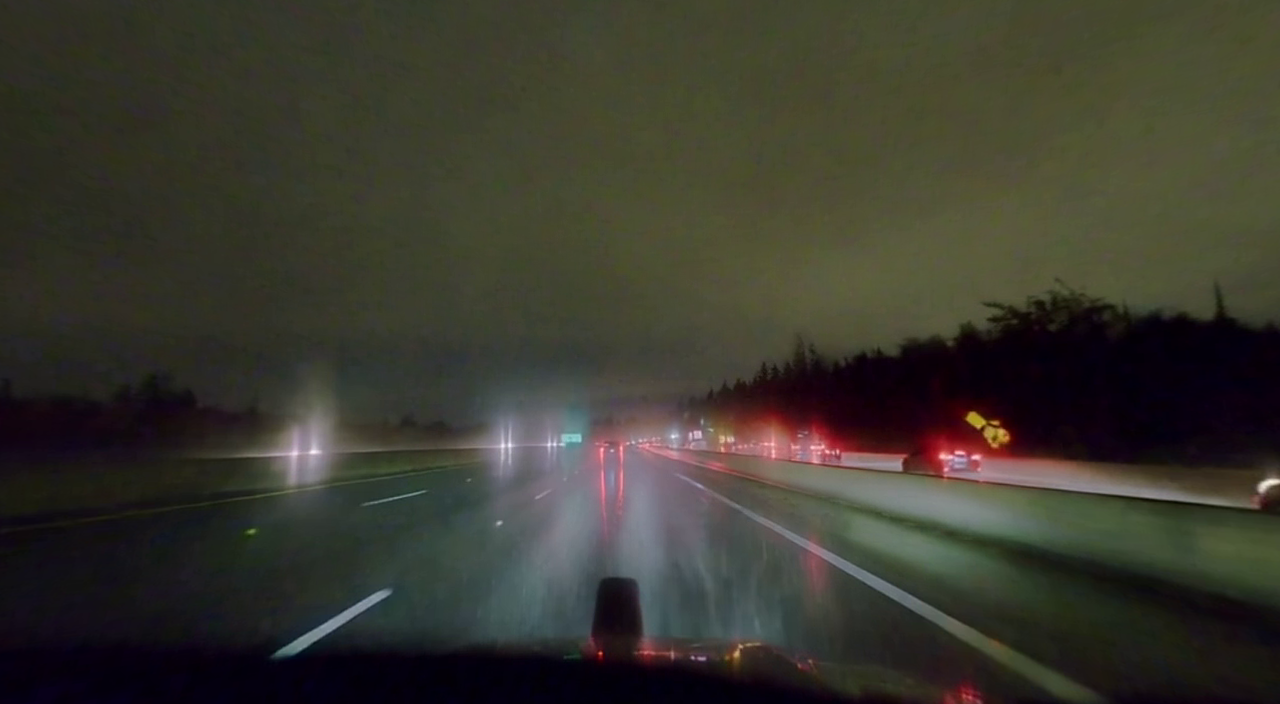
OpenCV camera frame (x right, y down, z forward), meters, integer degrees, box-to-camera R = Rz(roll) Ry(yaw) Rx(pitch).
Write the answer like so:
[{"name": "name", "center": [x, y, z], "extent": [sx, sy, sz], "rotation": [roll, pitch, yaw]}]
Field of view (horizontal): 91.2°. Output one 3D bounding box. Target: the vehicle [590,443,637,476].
[{"name": "vehicle", "center": [-1.244, 5.282, 31.018], "extent": [2.055, 1.509, 4.255], "rotation": [-1, -9, 1]}]
